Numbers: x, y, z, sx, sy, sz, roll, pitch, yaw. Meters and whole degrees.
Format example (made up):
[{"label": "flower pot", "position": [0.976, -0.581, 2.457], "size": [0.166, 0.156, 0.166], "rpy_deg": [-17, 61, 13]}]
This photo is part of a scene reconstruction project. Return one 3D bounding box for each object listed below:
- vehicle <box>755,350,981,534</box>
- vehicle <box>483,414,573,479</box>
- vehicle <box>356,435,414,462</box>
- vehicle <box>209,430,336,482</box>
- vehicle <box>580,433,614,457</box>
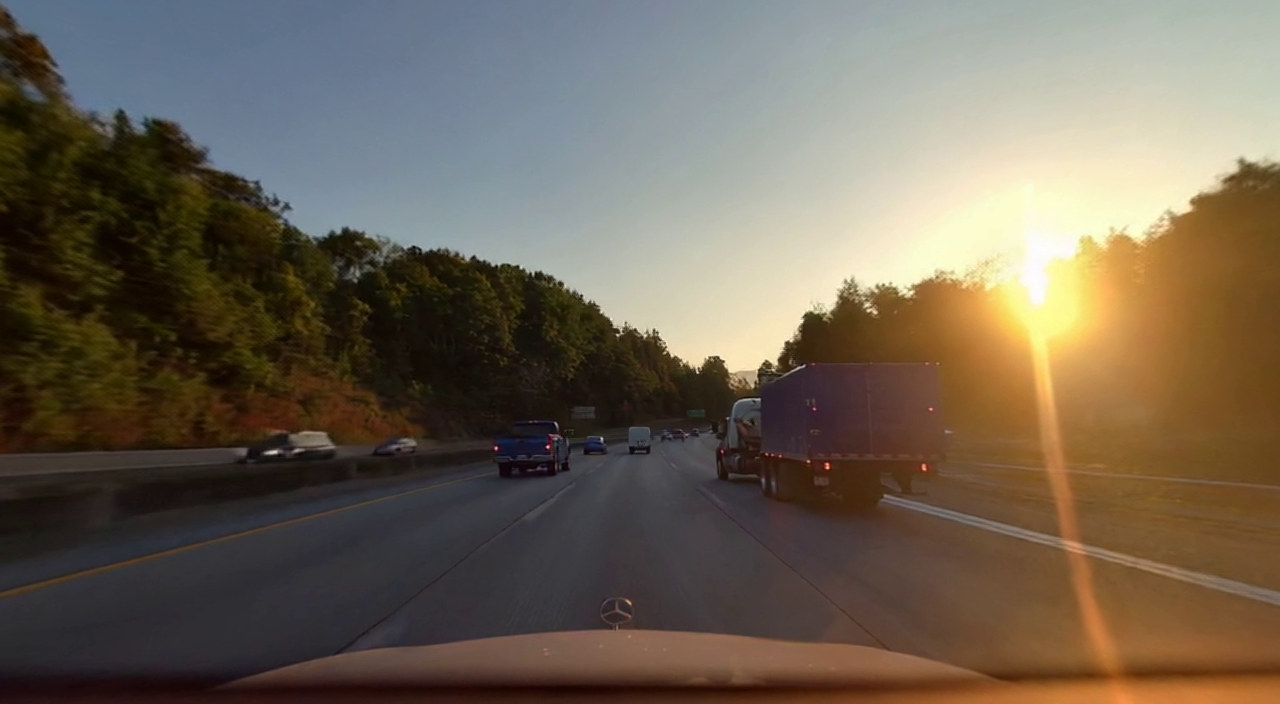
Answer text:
[{"label": "vehicle", "position": [3.554, 1.516, 10.882], "size": [2.256, 2.568, 4.049], "rpy_deg": [0, -8, -1]}, {"label": "vehicle", "position": [-3.684, 3.210, 21.675], "size": [2.204, 1.991, 4.720], "rpy_deg": [0, -8, 0]}, {"label": "vehicle", "position": [-15.085, 5.709, 37.464], "size": [1.773, 1.509, 3.815], "rpy_deg": [0, -8, 1]}, {"label": "vehicle", "position": [-12.441, 3.504, 21.690], "size": [1.873, 1.595, 4.120], "rpy_deg": [0, -8, 0]}, {"label": "vehicle", "position": [-2.967, 6.534, 44.268], "size": [2.008, 1.588, 4.147], "rpy_deg": [0, -8, 1]}]
